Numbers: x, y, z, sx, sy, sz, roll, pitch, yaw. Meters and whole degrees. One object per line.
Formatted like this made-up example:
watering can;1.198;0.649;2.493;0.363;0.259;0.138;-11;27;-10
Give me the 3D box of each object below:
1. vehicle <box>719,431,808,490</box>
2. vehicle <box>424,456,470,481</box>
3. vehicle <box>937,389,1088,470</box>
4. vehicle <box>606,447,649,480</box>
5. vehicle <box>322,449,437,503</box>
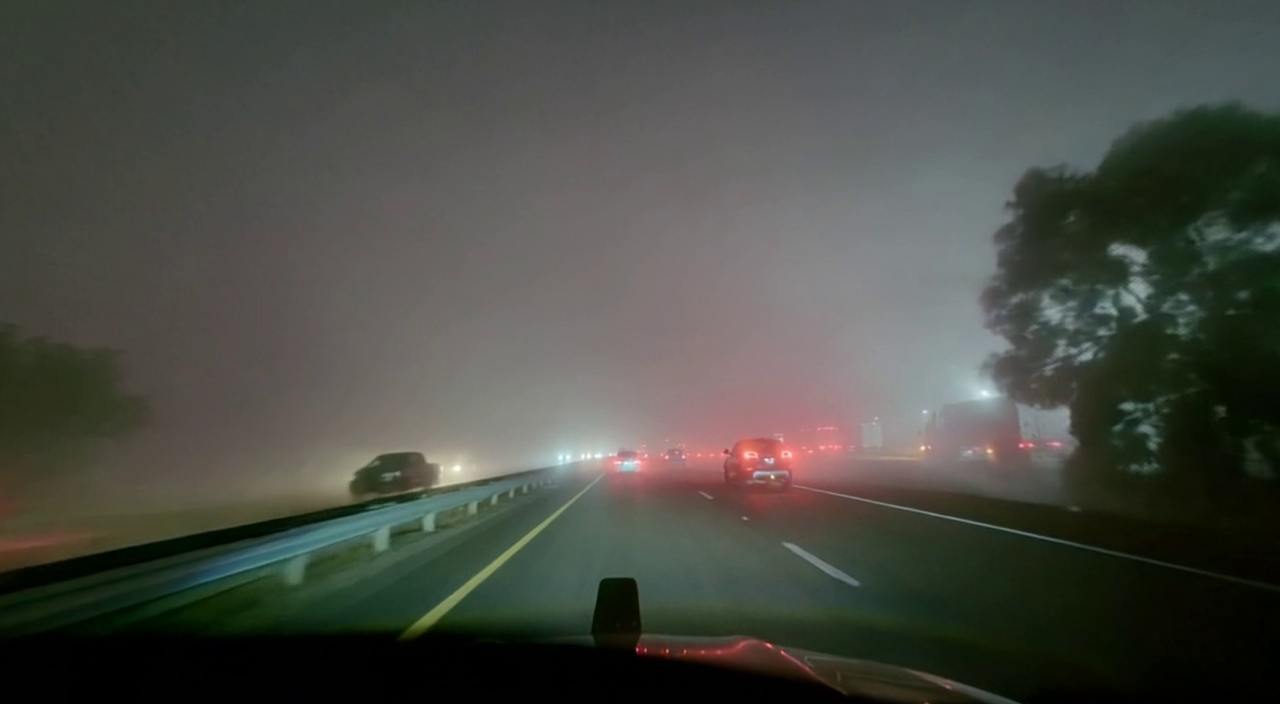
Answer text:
vehicle;4.470;4.018;23.563;2.261;1.952;4.784;0;-9;-1
vehicle;-13.080;7.894;42.725;1.844;1.542;4.013;0;-9;0
vehicle;22.358;5.050;39.034;2.890;4.108;13.635;-2;-9;8
vehicle;-0.594;5.529;31.274;2.029;1.483;3.769;0;-9;0
vehicle;-9.132;4.344;22.489;2.063;1.683;4.605;-1;-9;1
